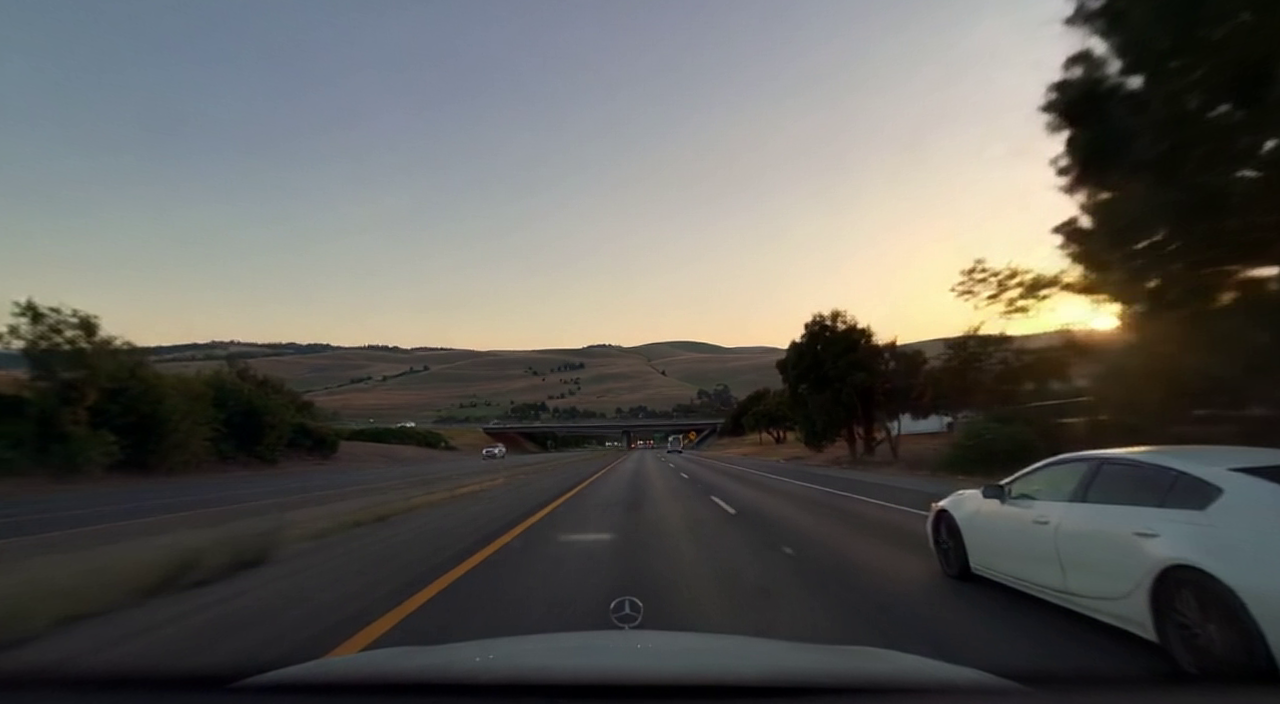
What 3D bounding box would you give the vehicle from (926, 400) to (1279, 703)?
[{"bbox_3d":[4.019,1.137,4.123,2.027,1.487,4.718,0,-8,-1],"label":"vehicle"}]
